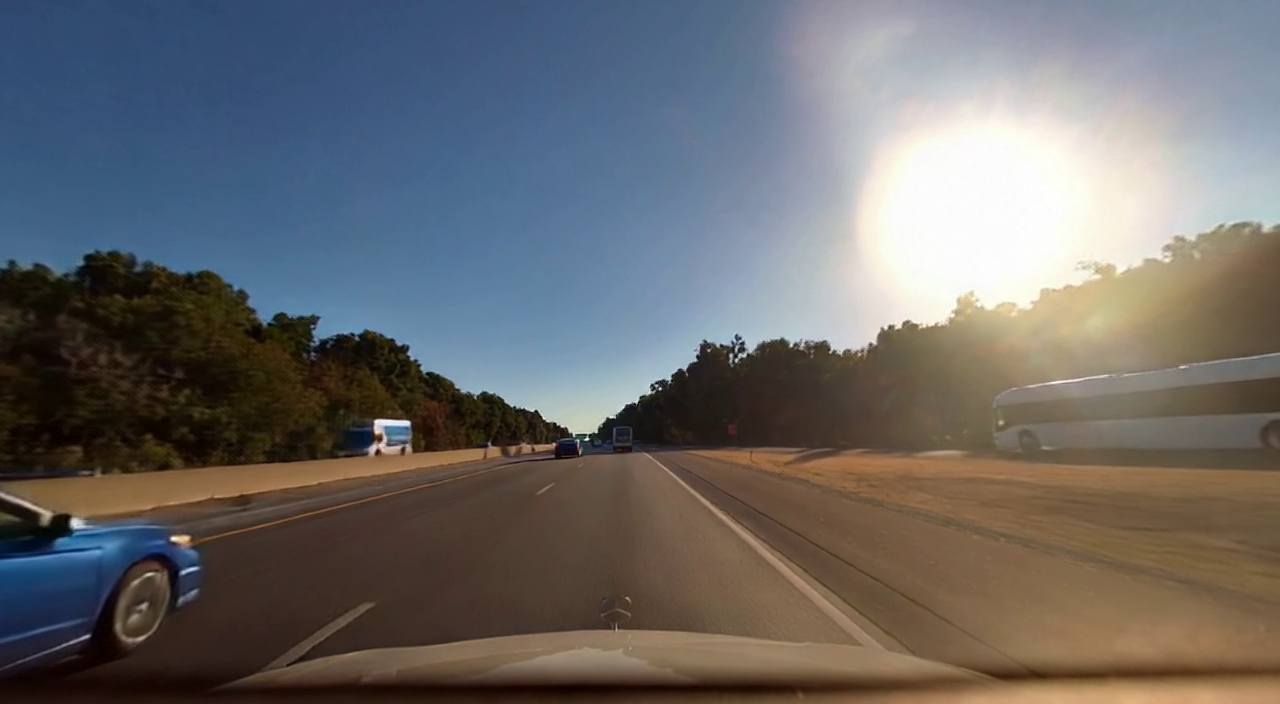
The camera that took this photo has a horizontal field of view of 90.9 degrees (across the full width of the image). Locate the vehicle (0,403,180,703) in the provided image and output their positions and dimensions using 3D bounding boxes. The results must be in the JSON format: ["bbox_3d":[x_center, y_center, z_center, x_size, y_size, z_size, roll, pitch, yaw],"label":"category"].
[{"bbox_3d":[-4.041,0.863,2.077,1.958,1.477,4.121,0,-8,-1],"label":"vehicle"}]

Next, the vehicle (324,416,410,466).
[{"bbox_3d":[-17.628,5.822,41.243,2.612,2.975,6.965,0,-8,-1],"label":"vehicle"}]

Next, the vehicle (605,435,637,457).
[{"bbox_3d":[-1.315,6.524,43.991,2.162,1.460,4.242,0,-8,-1],"label":"vehicle"}]

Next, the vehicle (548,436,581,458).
[{"bbox_3d":[-5.151,6.509,43.502,1.907,1.445,4.049,0,-8,-2],"label":"vehicle"}]
